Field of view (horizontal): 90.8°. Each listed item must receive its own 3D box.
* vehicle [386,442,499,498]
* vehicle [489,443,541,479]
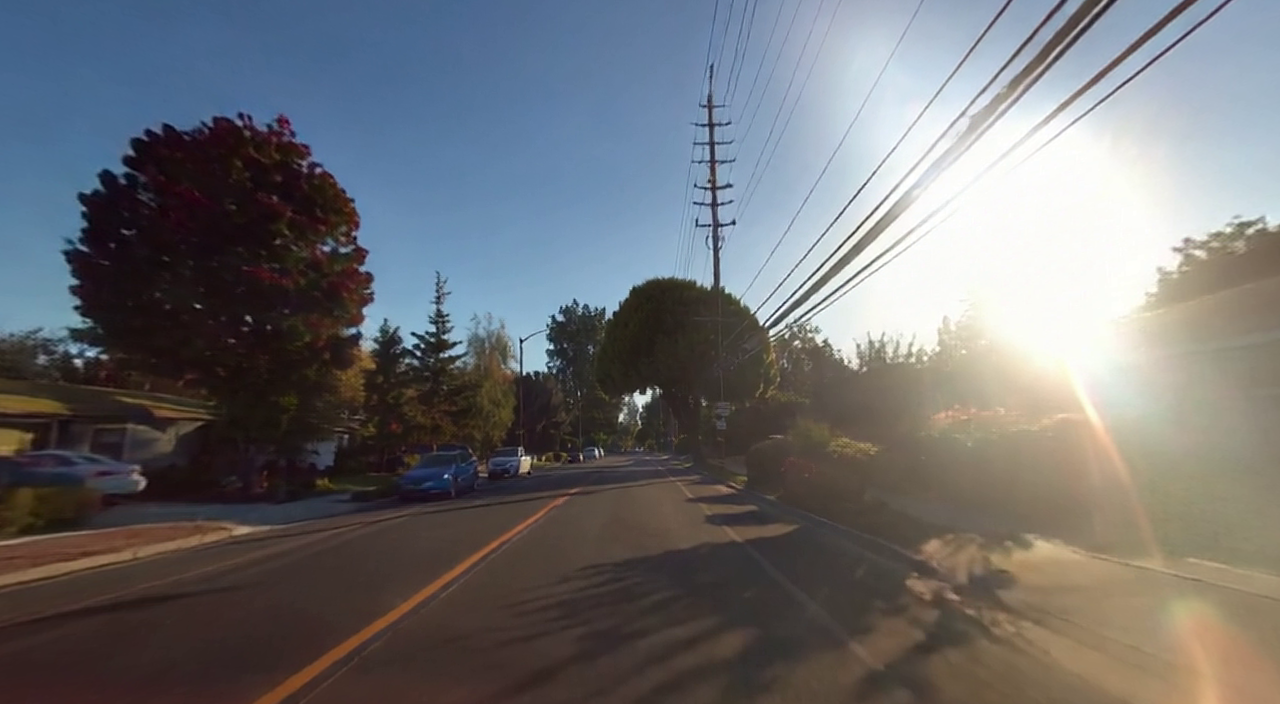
[{"bbox_3d":[-6.519,3.946,21.467,2.129,1.556,4.778,-4,-9,2],"label":"vehicle"},{"bbox_3d":[-6.748,5.880,34.519,1.923,1.687,4.511,-4,-8,-1],"label":"vehicle"}]
